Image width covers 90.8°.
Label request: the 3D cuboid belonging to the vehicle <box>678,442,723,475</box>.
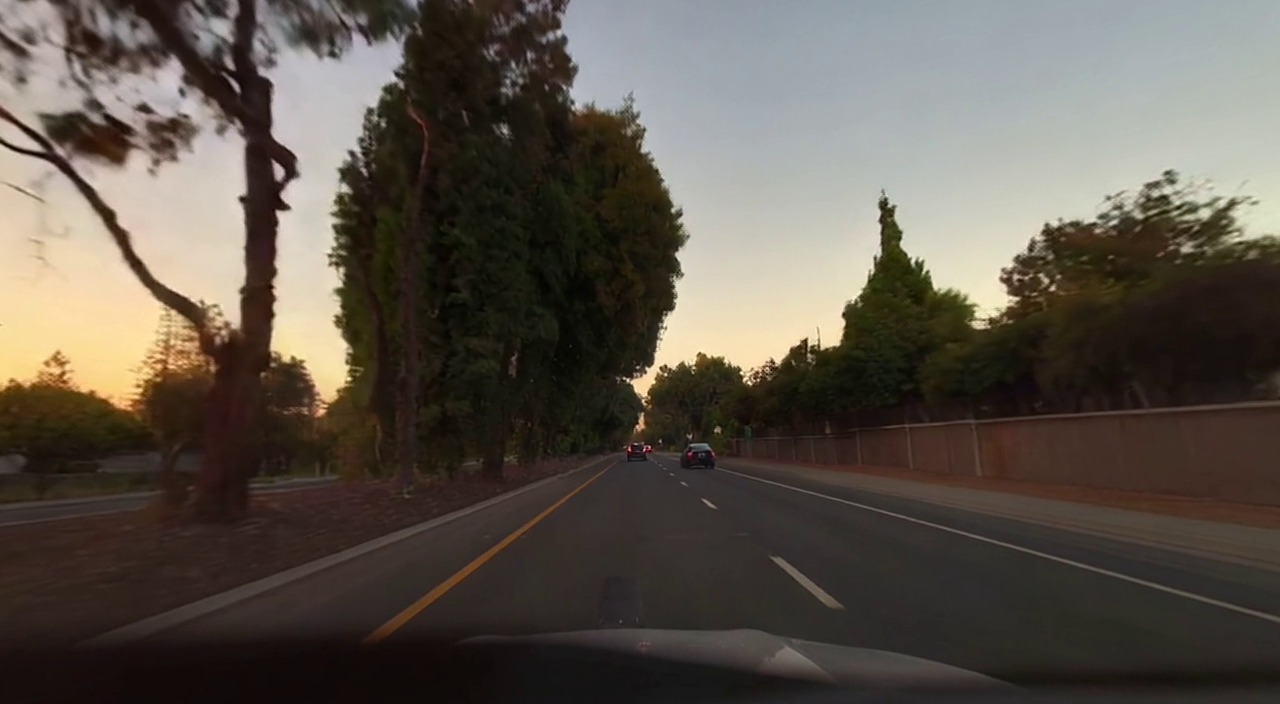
[{"bbox_3d":[3.188,5.690,34.049,1.888,1.640,4.044,0,-8,-1],"label":"vehicle"}]
